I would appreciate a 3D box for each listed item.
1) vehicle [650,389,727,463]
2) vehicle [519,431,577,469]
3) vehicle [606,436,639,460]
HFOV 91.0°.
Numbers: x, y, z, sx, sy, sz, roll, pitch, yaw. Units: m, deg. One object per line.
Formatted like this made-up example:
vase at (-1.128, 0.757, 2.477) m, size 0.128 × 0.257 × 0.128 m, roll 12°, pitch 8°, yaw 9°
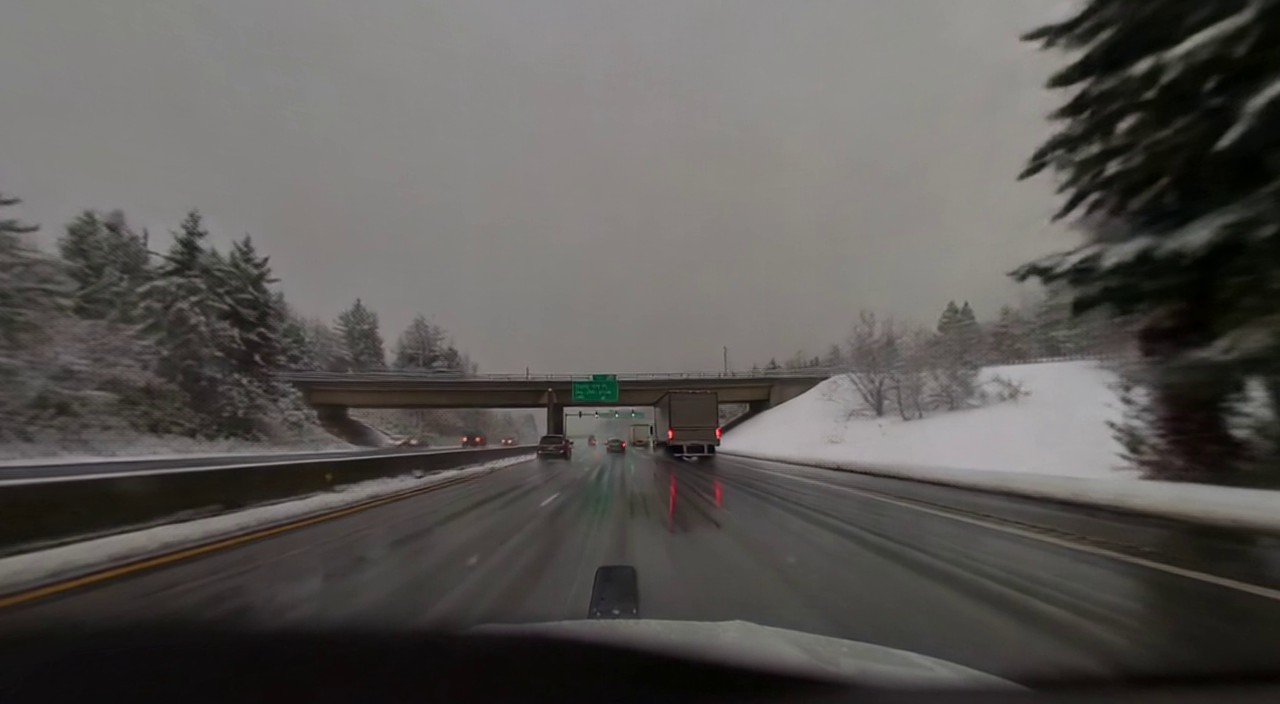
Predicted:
vehicle at (2.797, 5.060, 41.466) m, size 3.301 × 4.034 × 13.722 m, roll 0°, pitch -8°, yaw -3°
vehicle at (-4.502, 4.907, 31.625) m, size 2.377 × 1.747 × 4.703 m, roll 0°, pitch -8°, yaw -2°
vehicle at (-1.232, 6.598, 43.360) m, size 2.125 × 1.542 × 3.816 m, roll 0°, pitch -8°, yaw -2°
